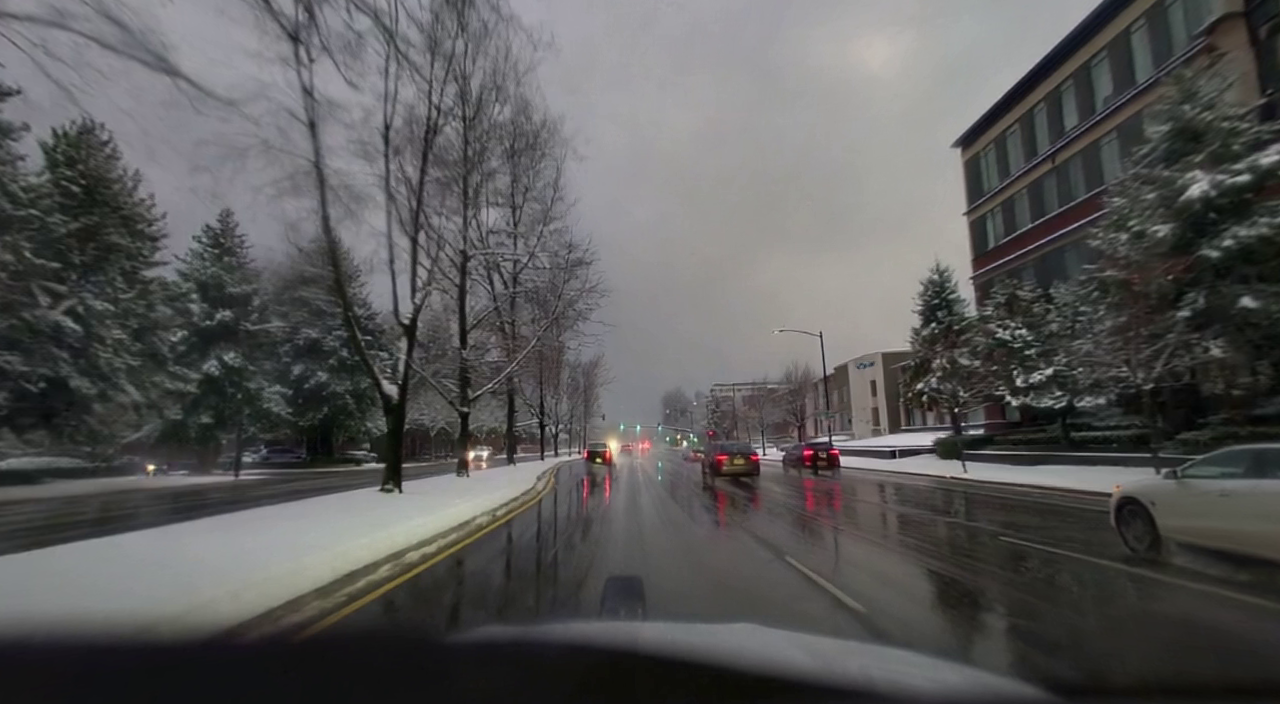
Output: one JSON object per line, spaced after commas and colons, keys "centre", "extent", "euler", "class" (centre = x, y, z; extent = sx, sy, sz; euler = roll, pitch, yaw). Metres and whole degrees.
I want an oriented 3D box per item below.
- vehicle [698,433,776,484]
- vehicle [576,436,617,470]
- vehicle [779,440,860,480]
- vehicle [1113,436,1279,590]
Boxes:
{"centre": [3.632, 4.078, 24.511], "extent": [2.152, 1.742, 4.704], "euler": [0, -8, -1], "class": "vehicle"}
{"centre": [-2.426, 5.629, 35.391], "extent": [2.155, 1.797, 3.989], "euler": [0, -9, -4], "class": "vehicle"}
{"centre": [7.386, 4.461, 26.464], "extent": [1.944, 1.503, 4.723], "euler": [0, -8, -1], "class": "vehicle"}
{"centre": [6.972, 1.494, 5.813], "extent": [1.830, 1.443, 4.351], "euler": [0, -8, -1], "class": "vehicle"}
